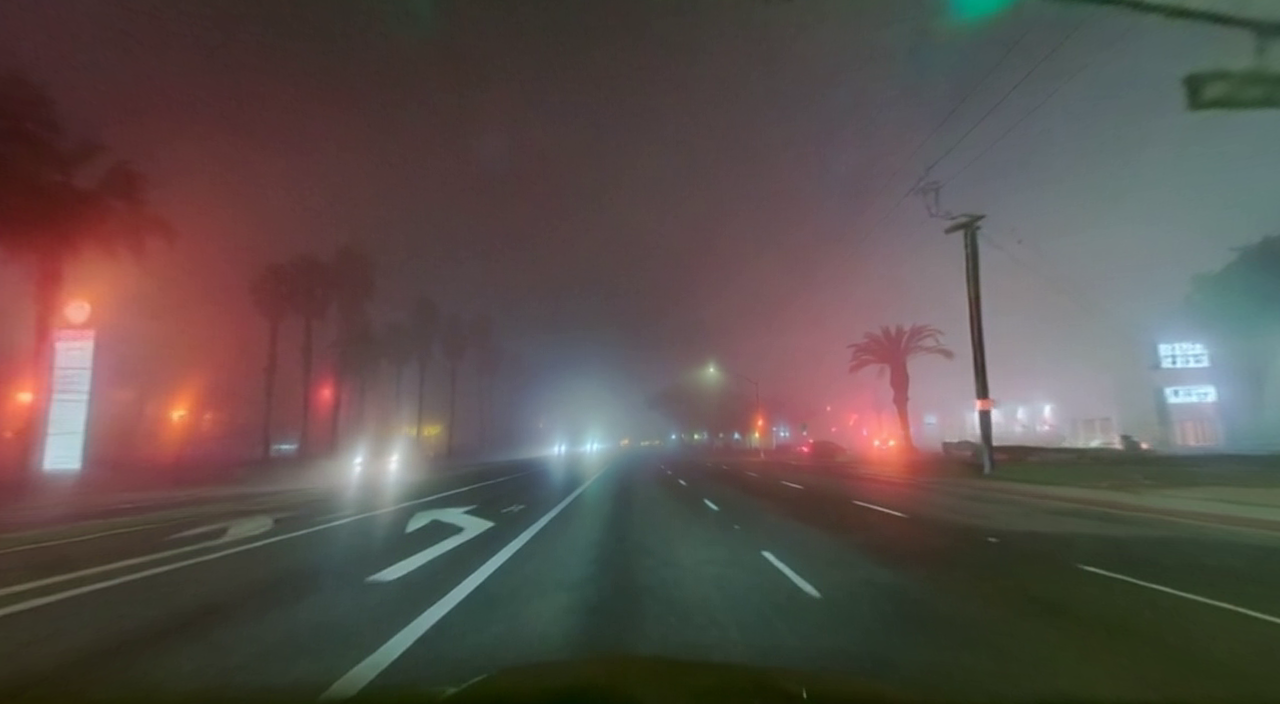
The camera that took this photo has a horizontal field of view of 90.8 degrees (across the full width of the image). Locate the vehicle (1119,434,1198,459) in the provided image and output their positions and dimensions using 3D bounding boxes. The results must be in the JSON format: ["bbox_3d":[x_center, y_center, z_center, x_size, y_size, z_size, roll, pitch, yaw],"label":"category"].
[{"bbox_3d":[34.830,6.351,42.490,3.698,1.478,1.811,-2,-8,-2],"label":"vehicle"}]

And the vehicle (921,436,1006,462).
[{"bbox_3d":[21.644,6.495,42.368,4.620,1.475,1.904,-3,-8,-3],"label":"vehicle"}]

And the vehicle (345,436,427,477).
[{"bbox_3d":[-13.066,5.377,32.885,2.237,1.950,5.039,0,-8,-1],"label":"vehicle"}]
